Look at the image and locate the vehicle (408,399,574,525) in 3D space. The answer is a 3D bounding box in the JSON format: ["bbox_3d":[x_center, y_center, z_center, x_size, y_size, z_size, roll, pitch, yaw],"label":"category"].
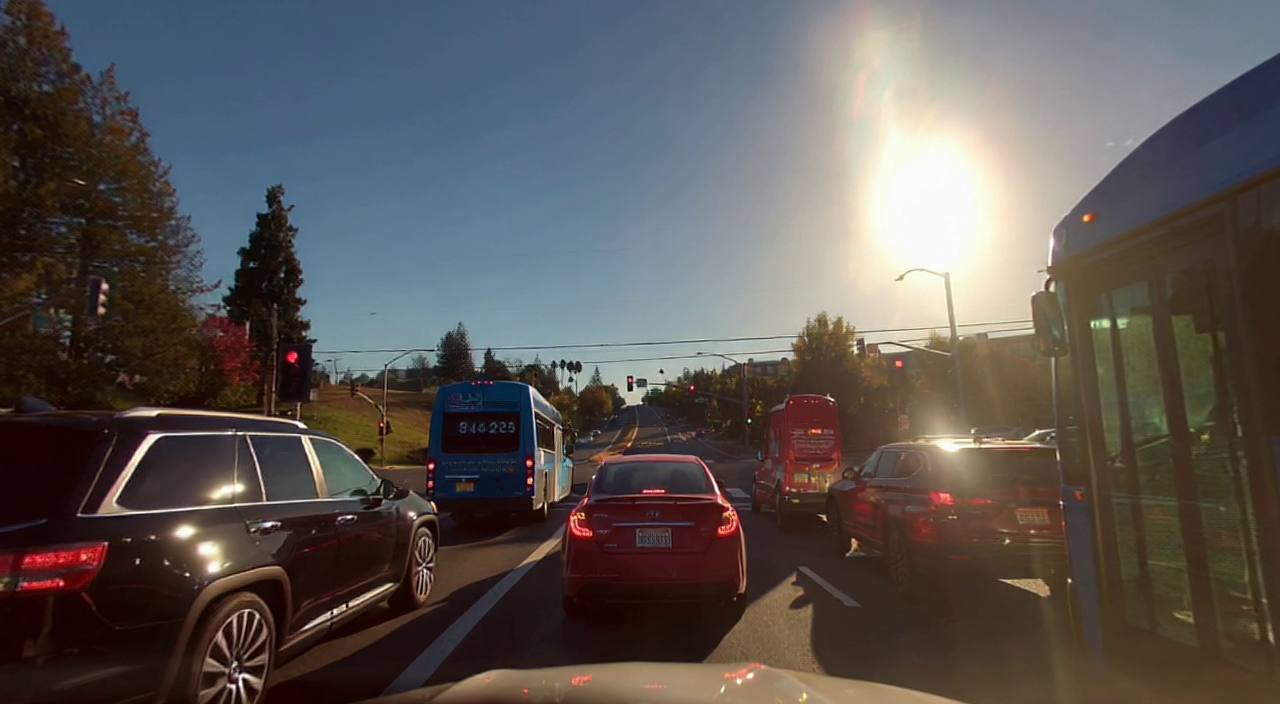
[{"bbox_3d":[-2.941,2.351,13.951,2.335,2.221,5.165,0,-8,1],"label":"vehicle"}]

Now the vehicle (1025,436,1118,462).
[{"bbox_3d":[25.886,5.823,37.990,4.229,1.489,1.794,0,-8,-1],"label":"vehicle"}]

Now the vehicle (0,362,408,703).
[{"bbox_3d":[-3.407,1.180,4.621,1.921,1.701,3.989,0,-8,-1],"label":"vehicle"}]

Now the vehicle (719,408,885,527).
[{"bbox_3d":[3.137,2.402,13.664,2.143,2.036,5.367,0,-8,0],"label":"vehicle"}]

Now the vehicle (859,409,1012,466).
[{"bbox_3d":[17.579,5.139,37.918,7.839,3.213,2.628,0,-8,-3],"label":"vehicle"}]

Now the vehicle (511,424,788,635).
[{"bbox_3d":[0.060,1.546,6.411,1.976,1.485,3.624,0,-8,0],"label":"vehicle"}]
